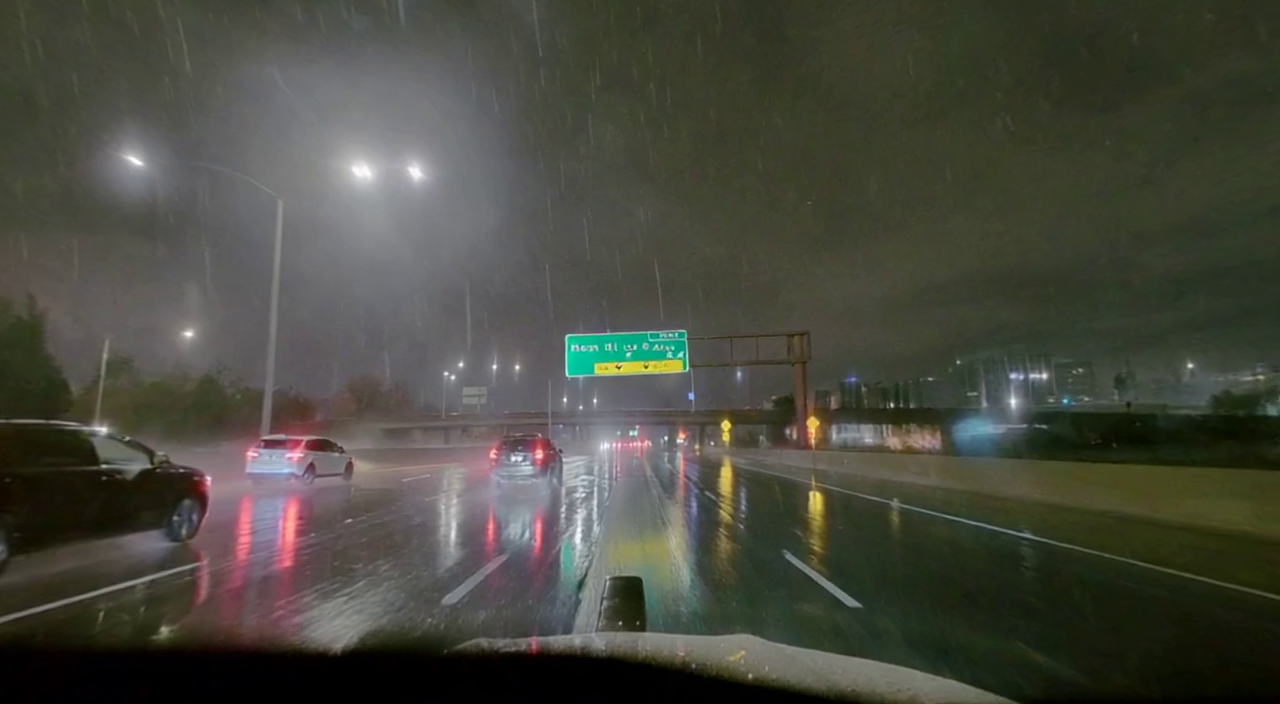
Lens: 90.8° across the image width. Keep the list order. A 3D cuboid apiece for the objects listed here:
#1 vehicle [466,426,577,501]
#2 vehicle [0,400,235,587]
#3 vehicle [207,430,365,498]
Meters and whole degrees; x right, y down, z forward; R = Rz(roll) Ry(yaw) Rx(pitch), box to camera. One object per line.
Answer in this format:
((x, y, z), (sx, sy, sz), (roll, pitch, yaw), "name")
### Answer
((-2.931, 2.879, 16.686), (2.027, 1.697, 4.307), (0, -8, 1), "vehicle")
((-7.092, 1.493, 6.990), (2.015, 1.762, 4.790), (0, -8, 0), "vehicle")
((-10.391, 3.313, 19.095), (1.969, 1.759, 4.758), (0, -8, 0), "vehicle")
